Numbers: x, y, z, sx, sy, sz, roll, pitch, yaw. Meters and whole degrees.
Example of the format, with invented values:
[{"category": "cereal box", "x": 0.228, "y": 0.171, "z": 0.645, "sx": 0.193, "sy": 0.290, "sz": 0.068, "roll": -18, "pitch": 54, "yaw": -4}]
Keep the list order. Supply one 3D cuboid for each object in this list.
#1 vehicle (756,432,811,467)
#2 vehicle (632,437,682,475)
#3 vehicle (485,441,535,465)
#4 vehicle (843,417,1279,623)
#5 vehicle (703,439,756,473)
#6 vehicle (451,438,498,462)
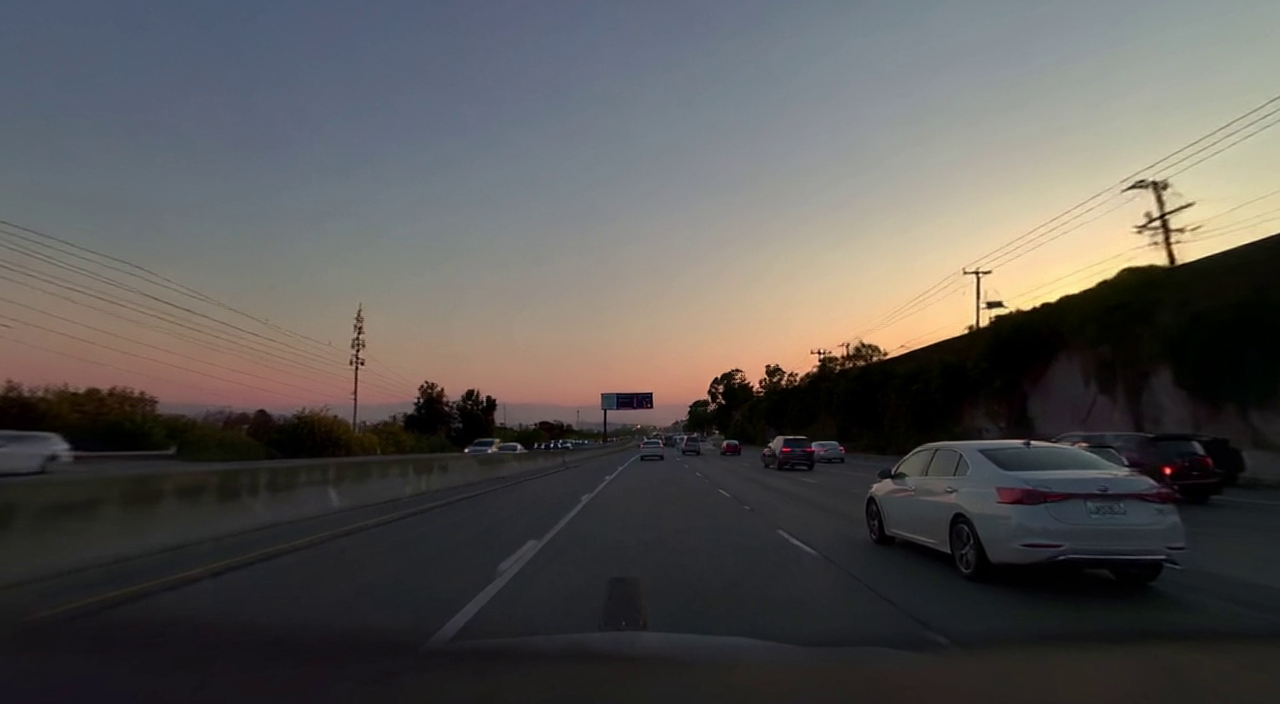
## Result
[{"category": "vehicle", "x": 8.014, "y": 5.494, "z": 35.702, "sx": 2.041, "sy": 1.821, "sz": 4.562, "roll": 0, "pitch": -8, "yaw": 0}, {"category": "vehicle", "x": 0.722, "y": 4.565, "z": 27.893, "sx": 2.042, "sy": 1.581, "sz": 3.769, "roll": 0, "pitch": -8, "yaw": 0}, {"category": "vehicle", "x": -8.824, "y": 6.900, "z": 43.226, "sx": 2.108, "sy": 1.501, "sz": 4.726, "roll": -1, "pitch": -8, "yaw": 4}, {"category": "vehicle", "x": 3.937, "y": 1.543, "z": 6.830, "sx": 1.986, "sy": 1.478, "sz": 4.429, "roll": 0, "pitch": -8, "yaw": 0}, {"category": "vehicle", "x": 4.148, "y": 4.888, "z": 29.866, "sx": 1.936, "sy": 1.465, "sz": 4.060, "roll": 0, "pitch": -8, "yaw": 0}, {"category": "vehicle", "x": -12.538, "y": 7.449, "z": 48.049, "sx": 2.057, "sy": 1.744, "sz": 4.716, "roll": -1, "pitch": -8, "yaw": 4}]
